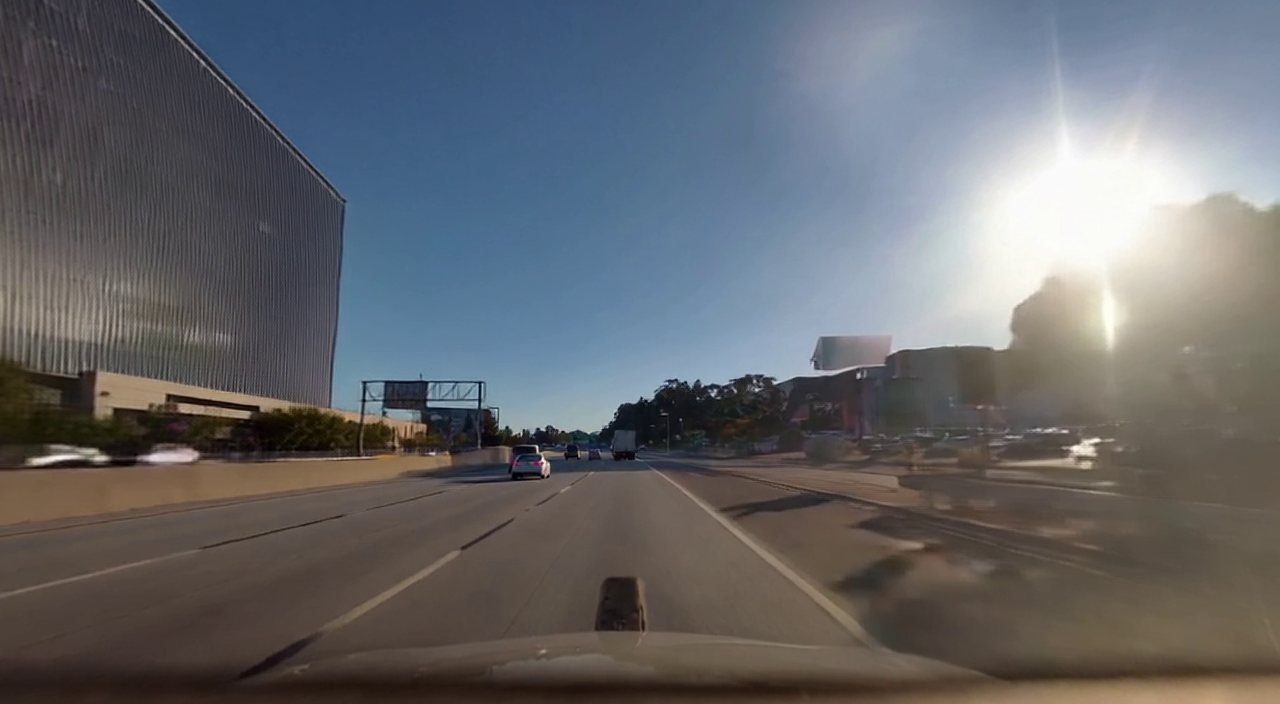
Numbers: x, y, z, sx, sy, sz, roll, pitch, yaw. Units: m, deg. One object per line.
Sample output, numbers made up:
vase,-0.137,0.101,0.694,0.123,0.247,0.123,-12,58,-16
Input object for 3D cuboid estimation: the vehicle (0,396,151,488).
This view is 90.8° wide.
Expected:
vehicle,-24.512,3.620,25.115,2.785,3.272,9.199,0,-9,-1

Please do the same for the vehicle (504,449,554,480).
vehicle,-5.873,5.997,33.986,1.943,1.510,4.201,0,-9,0
